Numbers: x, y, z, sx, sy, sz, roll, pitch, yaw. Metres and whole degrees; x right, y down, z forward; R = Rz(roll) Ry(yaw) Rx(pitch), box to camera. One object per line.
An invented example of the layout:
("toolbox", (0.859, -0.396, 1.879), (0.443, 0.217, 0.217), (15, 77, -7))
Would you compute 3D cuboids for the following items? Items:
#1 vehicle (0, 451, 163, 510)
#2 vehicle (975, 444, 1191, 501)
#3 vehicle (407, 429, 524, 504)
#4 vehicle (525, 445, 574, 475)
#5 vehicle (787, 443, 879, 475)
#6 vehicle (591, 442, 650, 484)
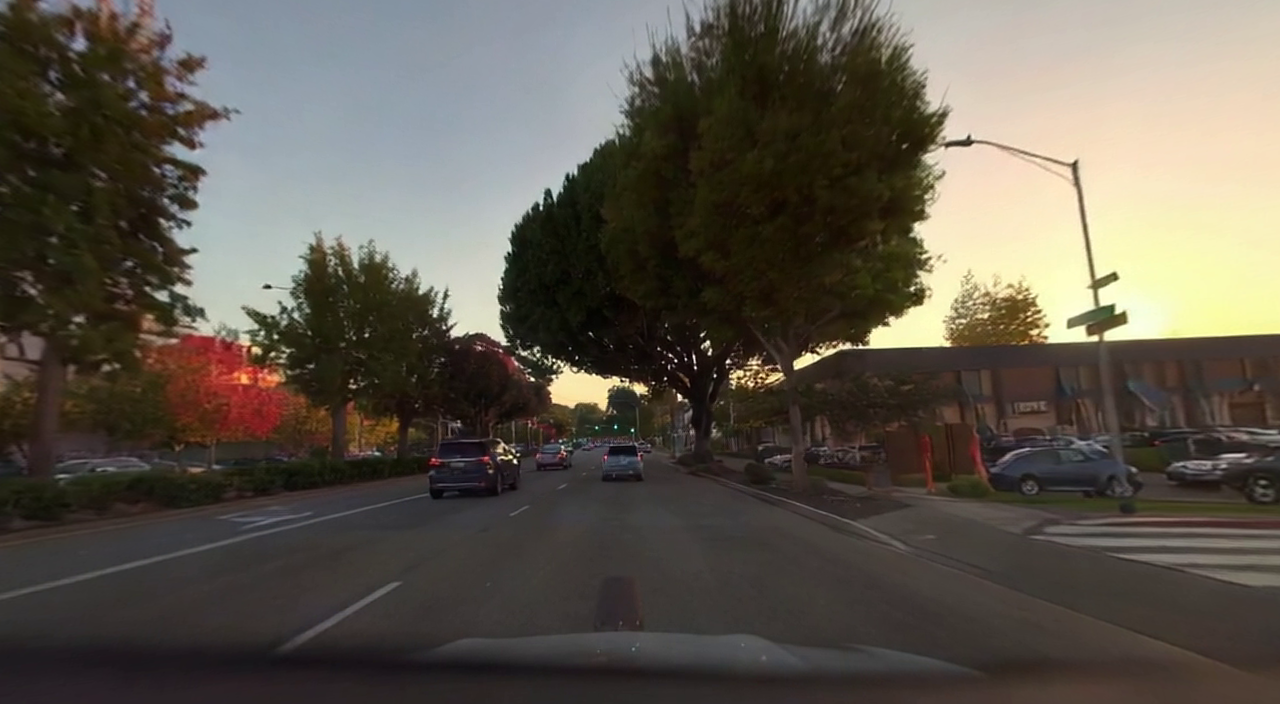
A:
("vehicle", (-22.806, 5.129, 25.813), (2.221, 2.017, 5.861), (-2, -8, -2))
("vehicle", (13.357, 3.641, 19.383), (4.877, 1.603, 2.197), (-1, -8, 4))
("vehicle", (-4.691, 3.136, 17.726), (2.096, 1.807, 4.413), (0, -8, -1))
("vehicle", (-4.776, 5.787, 34.113), (1.973, 1.456, 4.850), (0, -9, 0))
("vehicle", (12.127, 6.714, 39.961), (5.102, 1.889, 2.038), (0, -8, -4))
("vehicle", (-0.743, 4.222, 24.301), (2.061, 1.469, 3.954), (0, -8, -2))
